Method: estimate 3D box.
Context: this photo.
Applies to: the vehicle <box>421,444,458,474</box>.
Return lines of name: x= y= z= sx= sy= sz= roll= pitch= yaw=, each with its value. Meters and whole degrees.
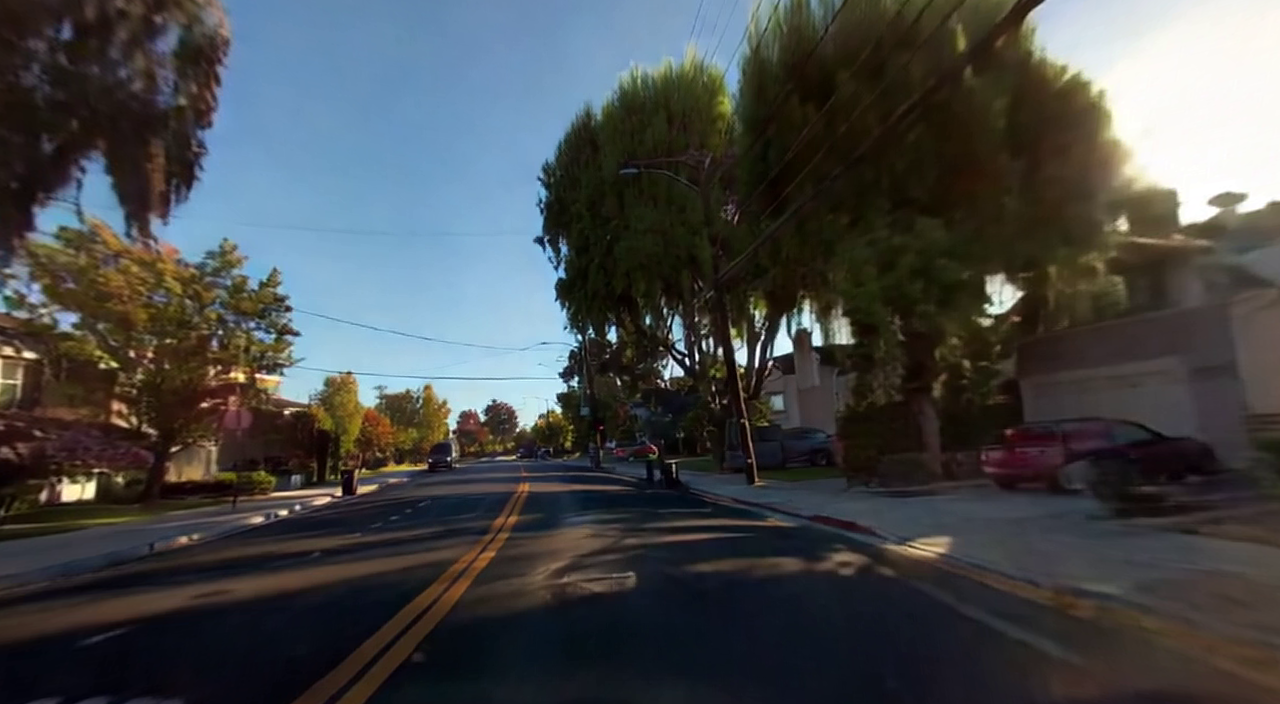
vehicle: x=-14.059 y=7.578 z=44.516 sx=2.046 sy=1.777 sz=4.473 roll=-1 pitch=-11 yaw=-12

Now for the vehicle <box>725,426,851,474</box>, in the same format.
vehicle: x=5.767 y=3.840 z=24.919 sx=4.337 sy=1.768 sz=1.962 roll=1 pitch=-8 yaw=-10

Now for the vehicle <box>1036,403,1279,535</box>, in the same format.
vehicle: x=8.178 y=1.528 z=8.531 sx=4.382 sy=1.531 sz=1.925 roll=0 pitch=-8 yaw=-3

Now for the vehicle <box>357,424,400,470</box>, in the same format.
vehicle: x=-20.310 y=7.454 z=49.404 sx=2.781 sy=3.221 sz=7.995 roll=2 pitch=-9 yaw=-21
